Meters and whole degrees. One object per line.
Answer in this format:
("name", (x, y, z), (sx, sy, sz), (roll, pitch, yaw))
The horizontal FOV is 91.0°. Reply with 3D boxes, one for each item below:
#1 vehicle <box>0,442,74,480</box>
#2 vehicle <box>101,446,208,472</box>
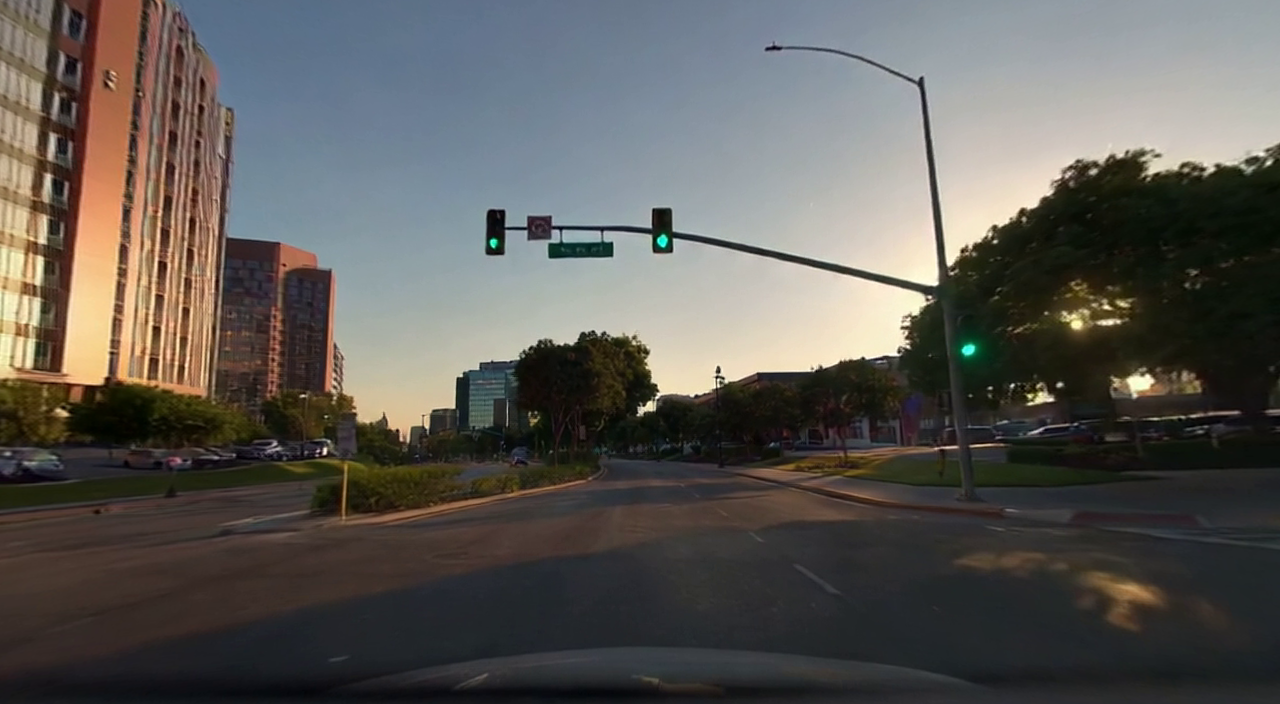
("vehicle", (-29.222, 4.984, 28.990), (4.371, 1.671, 2.009), (0, -9, 1))
("vehicle", (-28.938, 6.407, 37.634), (4.652, 1.489, 1.992), (0, -9, -2))
